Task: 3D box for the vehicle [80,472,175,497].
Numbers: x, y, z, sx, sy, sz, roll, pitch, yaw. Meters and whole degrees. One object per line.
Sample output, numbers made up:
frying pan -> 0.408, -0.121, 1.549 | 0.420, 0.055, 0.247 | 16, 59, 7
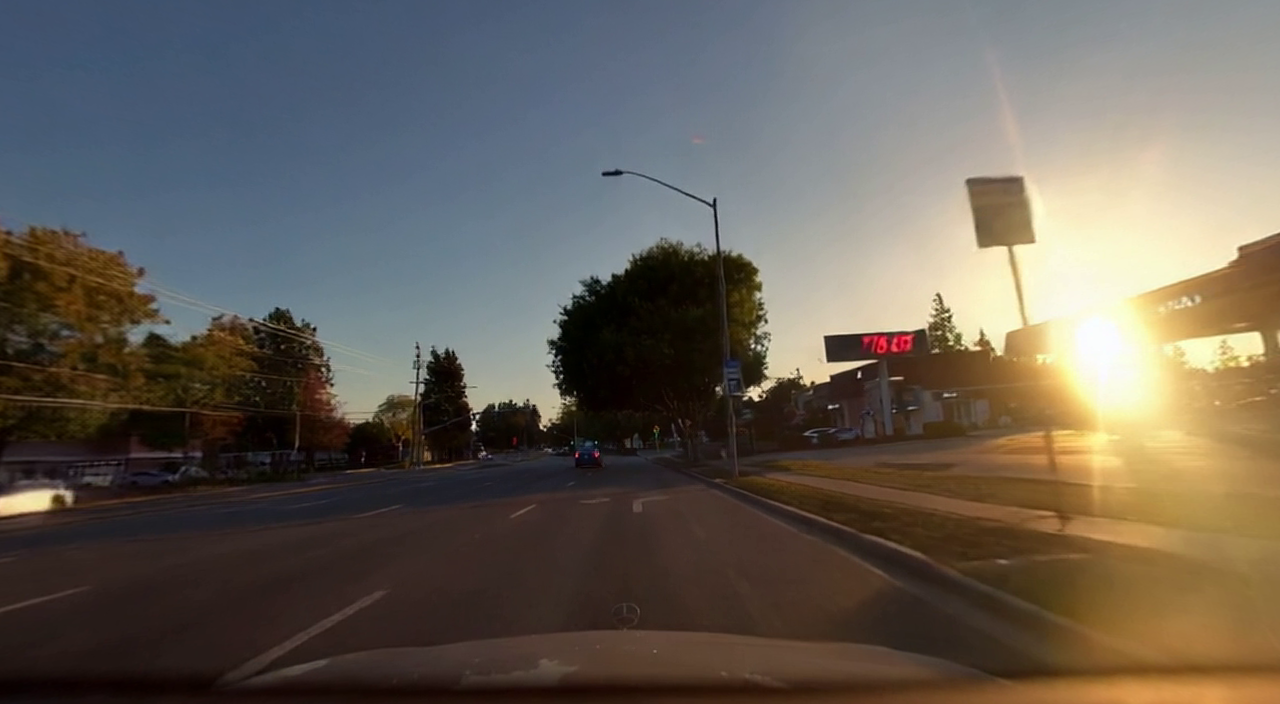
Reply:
vehicle -> -35.255, 9.137, 43.533 | 4.614, 1.534, 2.229 | -1, -8, 3
